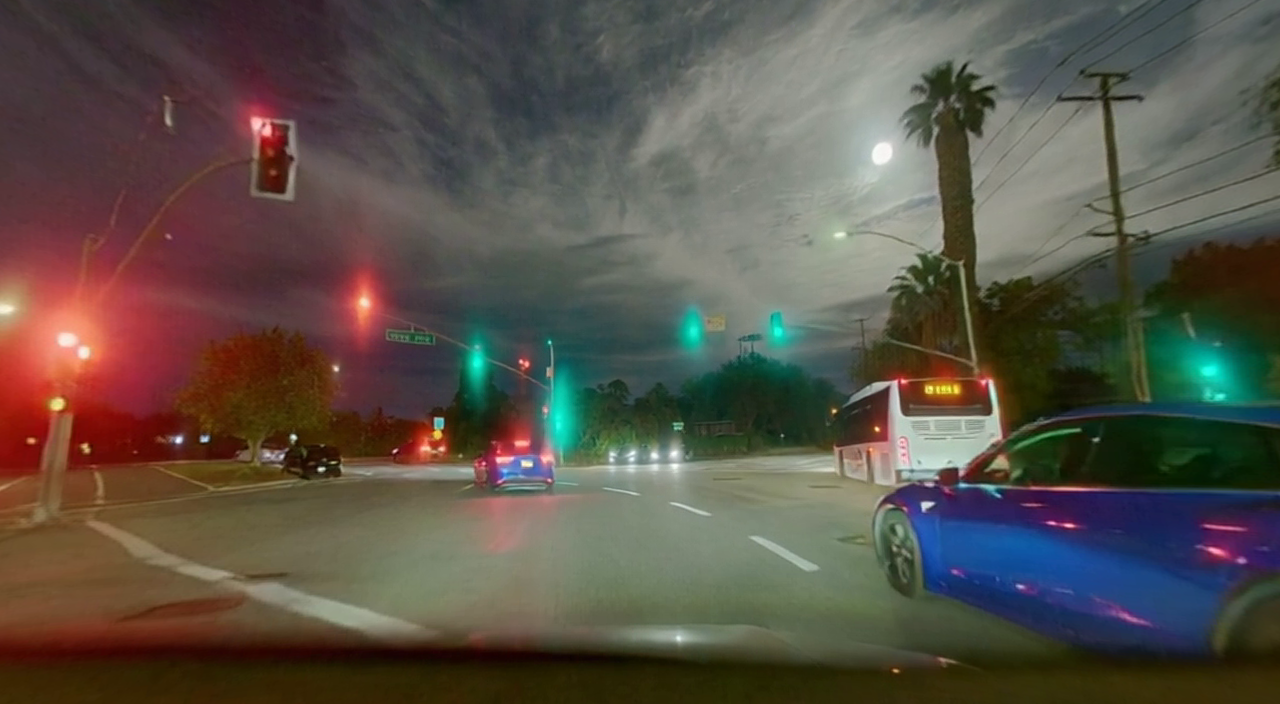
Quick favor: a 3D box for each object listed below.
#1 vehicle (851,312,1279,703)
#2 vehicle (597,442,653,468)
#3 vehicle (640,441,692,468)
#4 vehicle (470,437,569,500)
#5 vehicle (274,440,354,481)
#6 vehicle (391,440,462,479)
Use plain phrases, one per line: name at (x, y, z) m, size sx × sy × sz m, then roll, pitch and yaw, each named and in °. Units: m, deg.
vehicle at (3.319, 0.967, 3.641) m, size 2.205 × 1.803 × 5.135 m, roll 0°, pitch -8°, yaw -3°
vehicle at (-0.990, 7.554, 45.855) m, size 2.290 × 1.688 × 5.224 m, roll -5°, pitch -11°, yaw 19°
vehicle at (1.862, 6.988, 43.181) m, size 2.122 × 1.730 × 5.138 m, roll -3°, pitch -9°, yaw 20°
vehicle at (-3.949, 3.621, 20.125) m, size 2.341 × 1.709 × 4.466 m, roll 3°, pitch -9°, yaw -20°
vehicle at (-16.689, 5.470, 32.210) m, size 2.283 × 1.878 × 5.384 m, roll 7°, pitch -11°, yaw -40°
vehicle at (-11.443, 5.655, 33.644) m, size 2.272 × 1.891 × 4.562 m, roll 6°, pitch -10°, yaw -36°
